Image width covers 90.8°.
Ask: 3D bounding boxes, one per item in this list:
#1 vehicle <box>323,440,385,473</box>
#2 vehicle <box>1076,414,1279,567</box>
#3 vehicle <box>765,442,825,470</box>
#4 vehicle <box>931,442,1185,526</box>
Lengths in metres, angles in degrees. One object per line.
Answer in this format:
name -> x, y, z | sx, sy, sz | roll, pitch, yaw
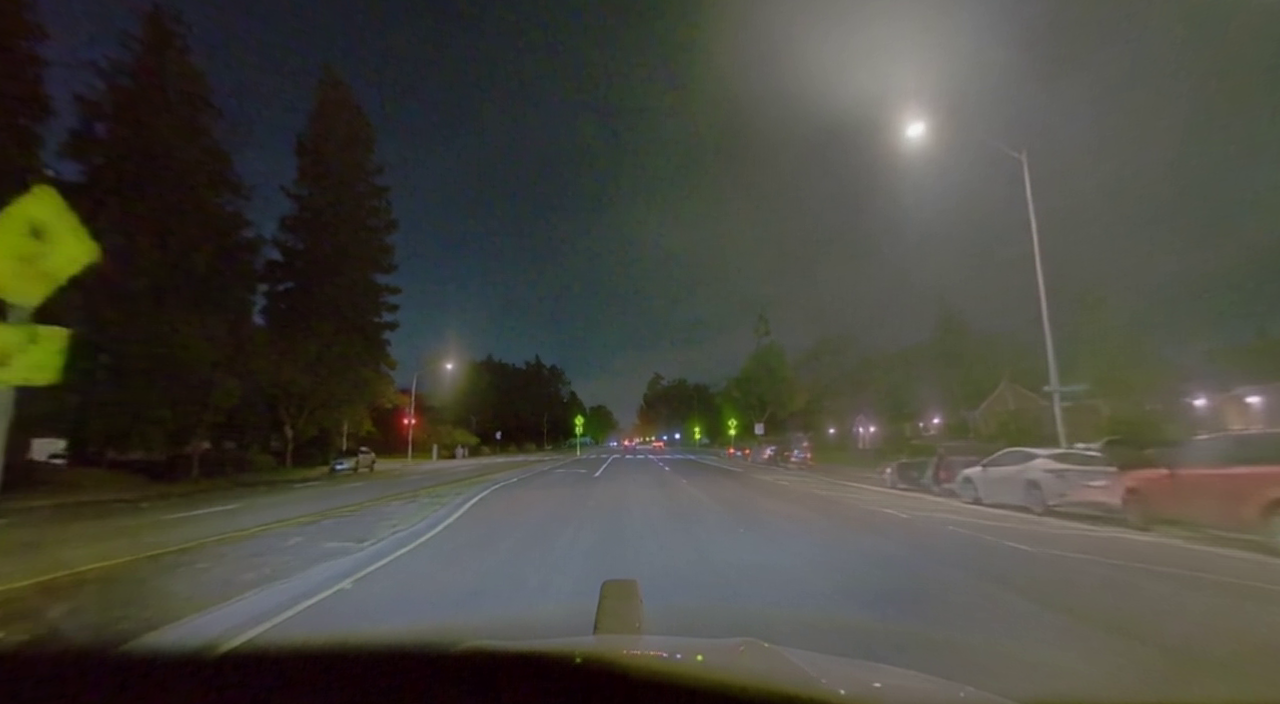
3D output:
vehicle -> -18.548, 6.747, 41.199 | 1.994, 1.874, 4.502 | -3, -8, -1
vehicle -> 8.747, 1.798, 8.512 | 2.100, 1.821, 4.991 | 0, -8, -1
vehicle -> 8.496, 5.733, 35.019 | 1.925, 1.454, 4.493 | 1, -8, -4
vehicle -> 8.486, 2.674, 13.570 | 1.992, 1.455, 4.829 | 1, -8, -3
